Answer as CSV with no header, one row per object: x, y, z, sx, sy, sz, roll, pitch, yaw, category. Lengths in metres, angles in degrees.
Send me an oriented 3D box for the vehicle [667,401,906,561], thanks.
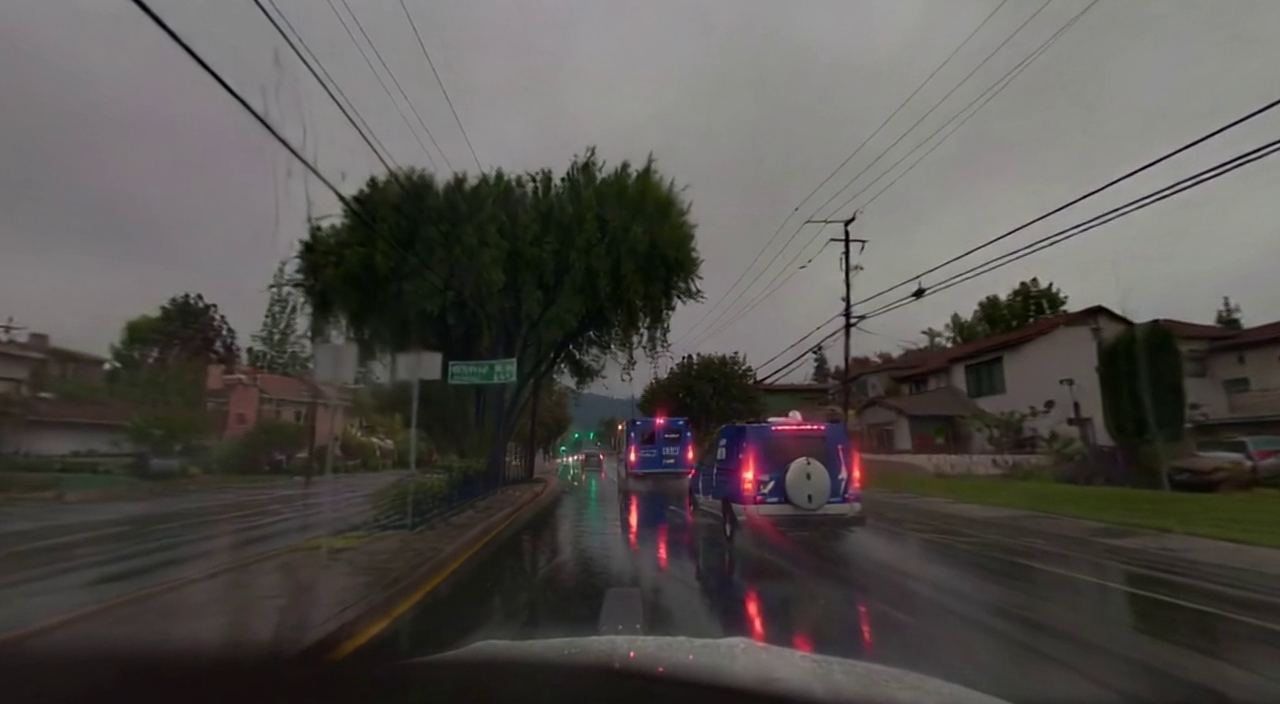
1.922,1.914,10.218,2.194,1.922,4.822,1,-8,-7,vehicle

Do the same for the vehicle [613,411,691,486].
0.309,3.886,25.690,2.406,2.687,5.521,1,-8,-7,vehicle
